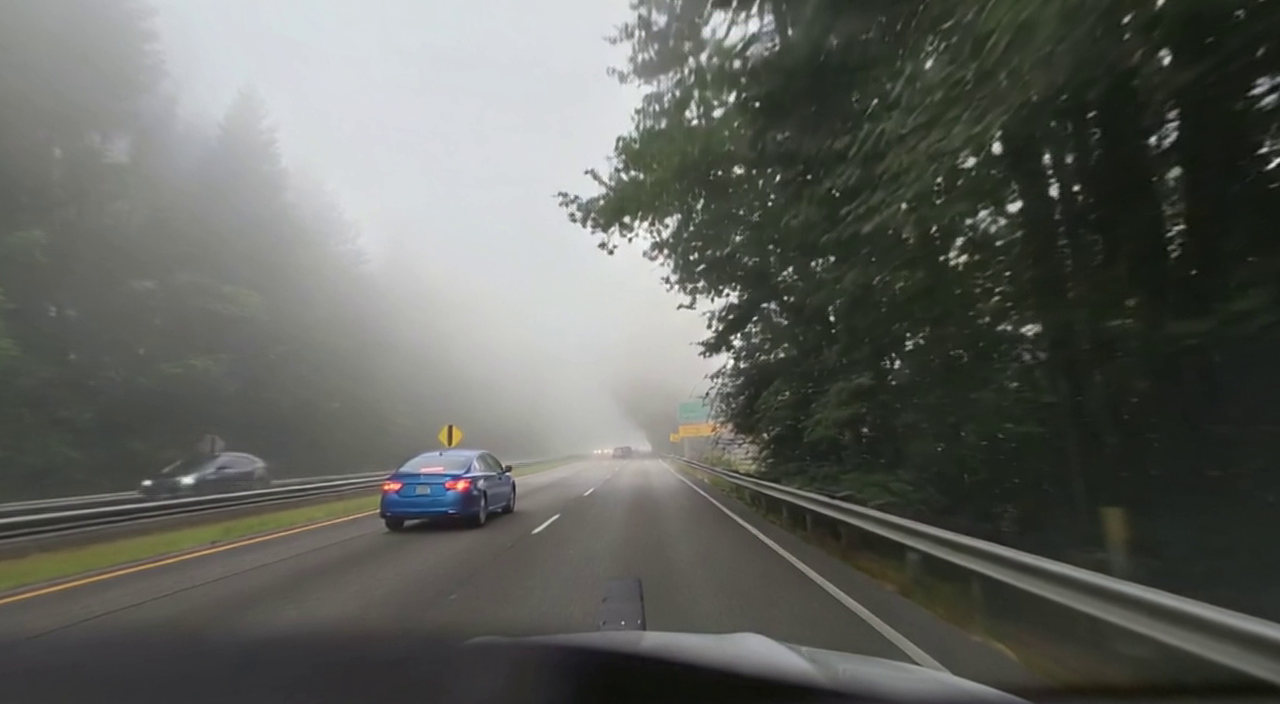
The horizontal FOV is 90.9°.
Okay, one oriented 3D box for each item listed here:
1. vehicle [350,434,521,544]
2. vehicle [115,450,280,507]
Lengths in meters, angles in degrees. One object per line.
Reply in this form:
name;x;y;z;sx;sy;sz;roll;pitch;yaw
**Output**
vehicle;-3.238;2.221;10.750;1.675;1.537;3.574;0;-9;1
vehicle;-15.305;4.349;22.269;2.122;1.763;4.903;-1;-9;2
